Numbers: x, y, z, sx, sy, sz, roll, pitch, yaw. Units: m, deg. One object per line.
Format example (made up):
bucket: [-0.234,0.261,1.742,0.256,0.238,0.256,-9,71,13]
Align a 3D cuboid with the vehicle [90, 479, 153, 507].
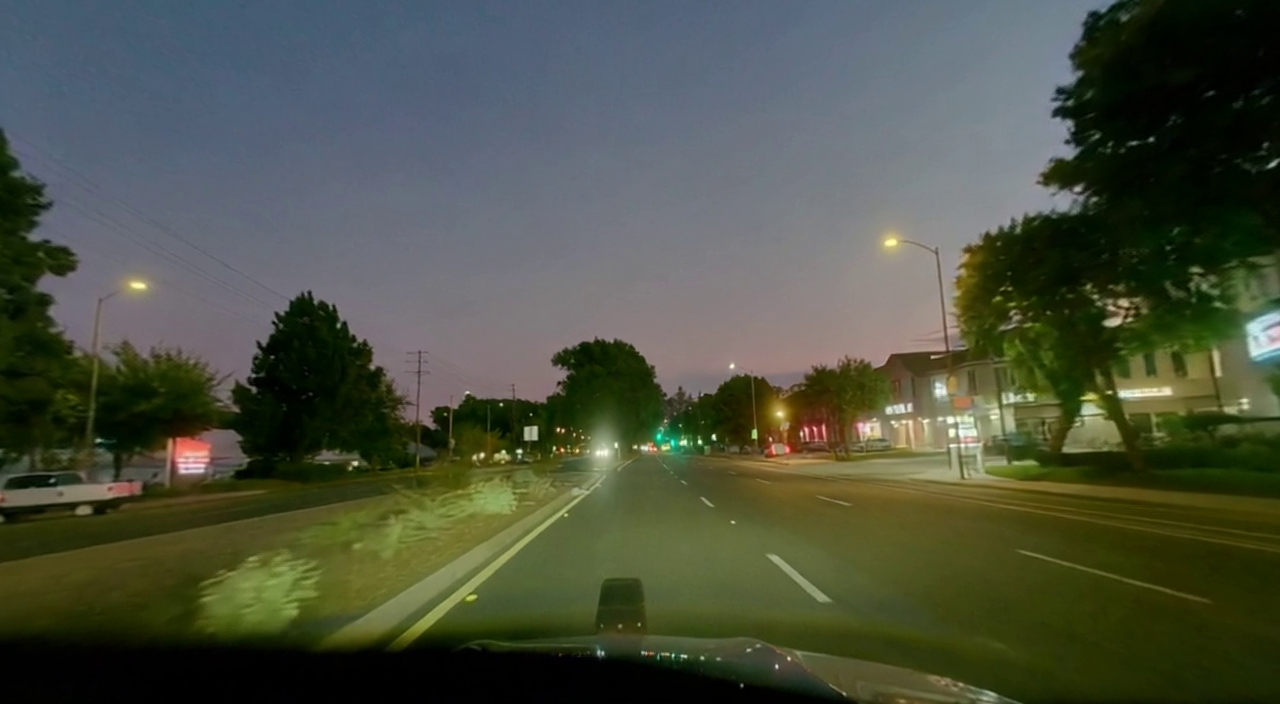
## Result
vehicle: [-40.620,11.047,49.397,3.731,1.455,1.697,-11,-10,6]

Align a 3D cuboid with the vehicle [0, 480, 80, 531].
vehicle: [-23.356,5.616,23.074,1.847,1.593,4.127,0,-9,1]
